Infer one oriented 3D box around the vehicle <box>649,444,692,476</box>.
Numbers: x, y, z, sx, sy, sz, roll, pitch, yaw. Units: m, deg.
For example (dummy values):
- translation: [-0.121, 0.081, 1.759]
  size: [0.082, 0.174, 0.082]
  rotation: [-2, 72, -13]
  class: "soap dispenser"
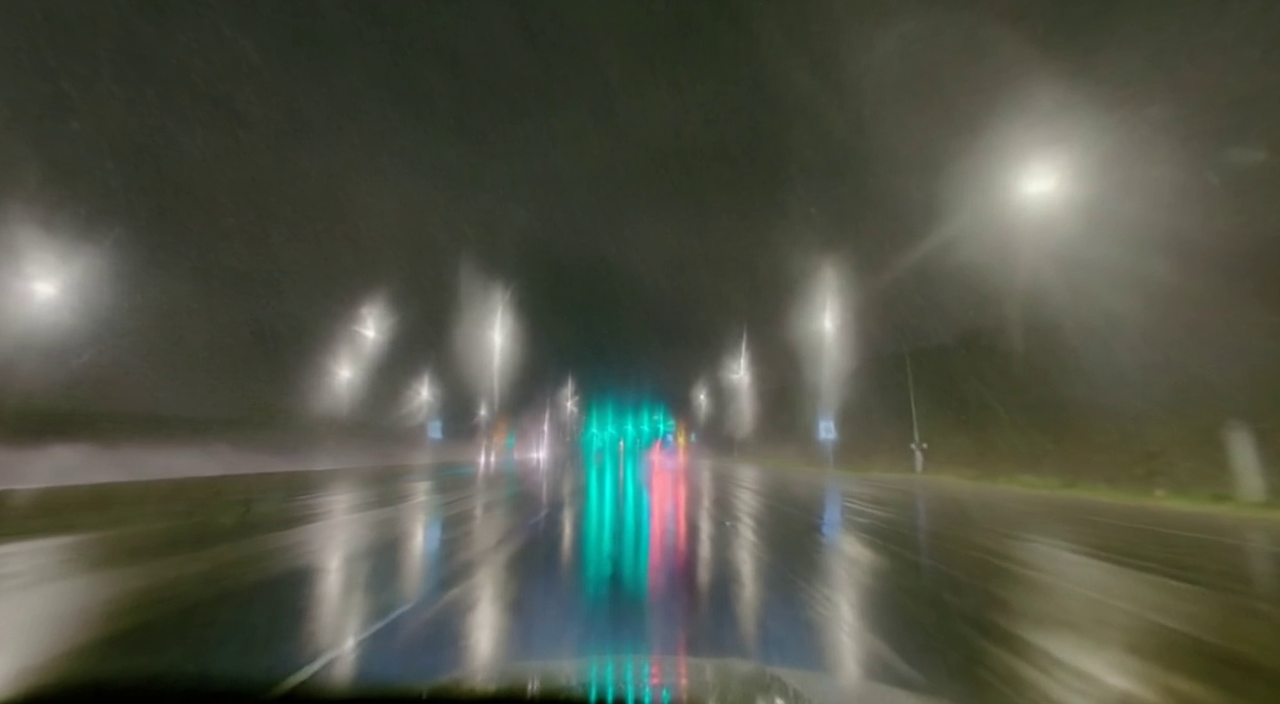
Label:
- translation: [1.475, 5.513, 32.371]
  size: [2.055, 1.501, 4.321]
  rotation: [0, -9, 1]
  class: "vehicle"
